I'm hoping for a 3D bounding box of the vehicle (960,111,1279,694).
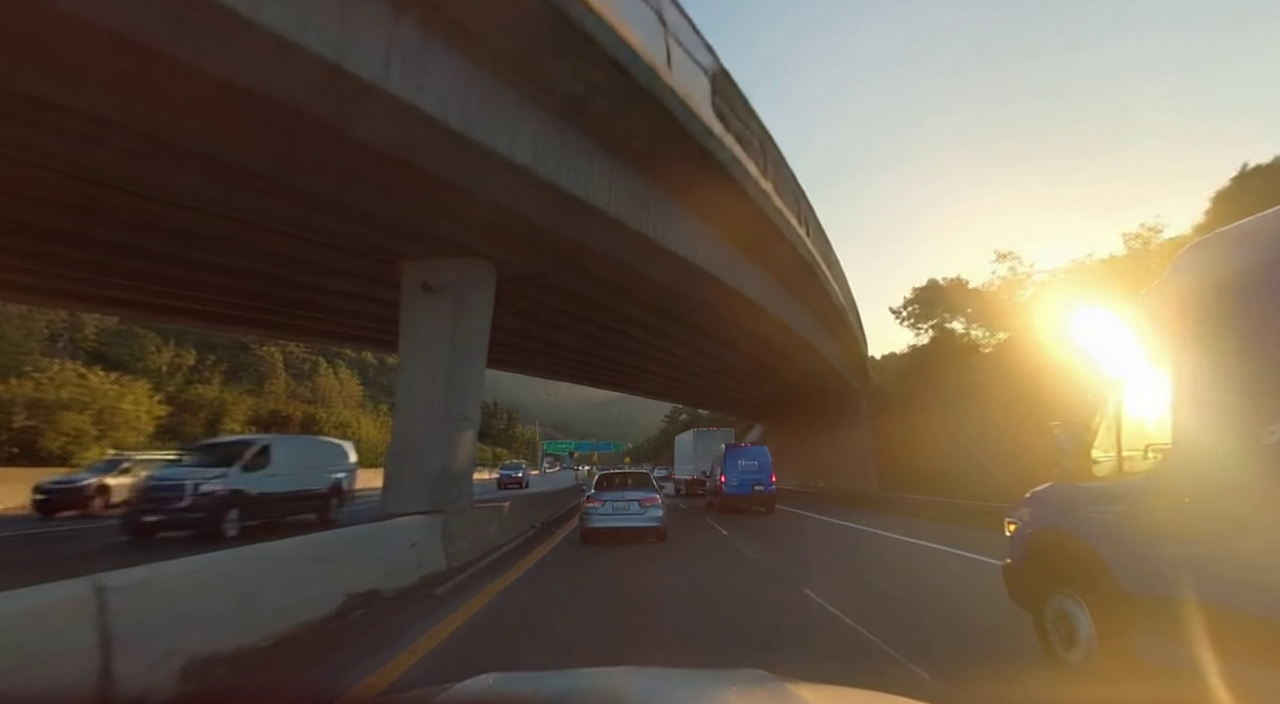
[{"bbox_3d":[5.602,0.194,3.342,2.890,3.726,9.269,0,-11,0],"label":"vehicle"}]

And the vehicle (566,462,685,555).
[{"bbox_3d":[-0.255,2.924,12.228,1.980,1.493,3.410,1,-11,-1],"label":"vehicle"}]

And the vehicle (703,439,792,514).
[{"bbox_3d":[3.995,4.810,24.570,2.328,2.537,5.290,1,-11,-2],"label":"vehicle"}]

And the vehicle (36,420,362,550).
[{"bbox_3d":[-6.641,2.114,10.345,2.069,1.628,4.479,1,-11,0],"label":"vehicle"}]

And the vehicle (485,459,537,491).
[{"bbox_3d":[-7.008,6.770,34.717,2.012,1.601,4.042,1,-11,0],"label":"vehicle"}]
